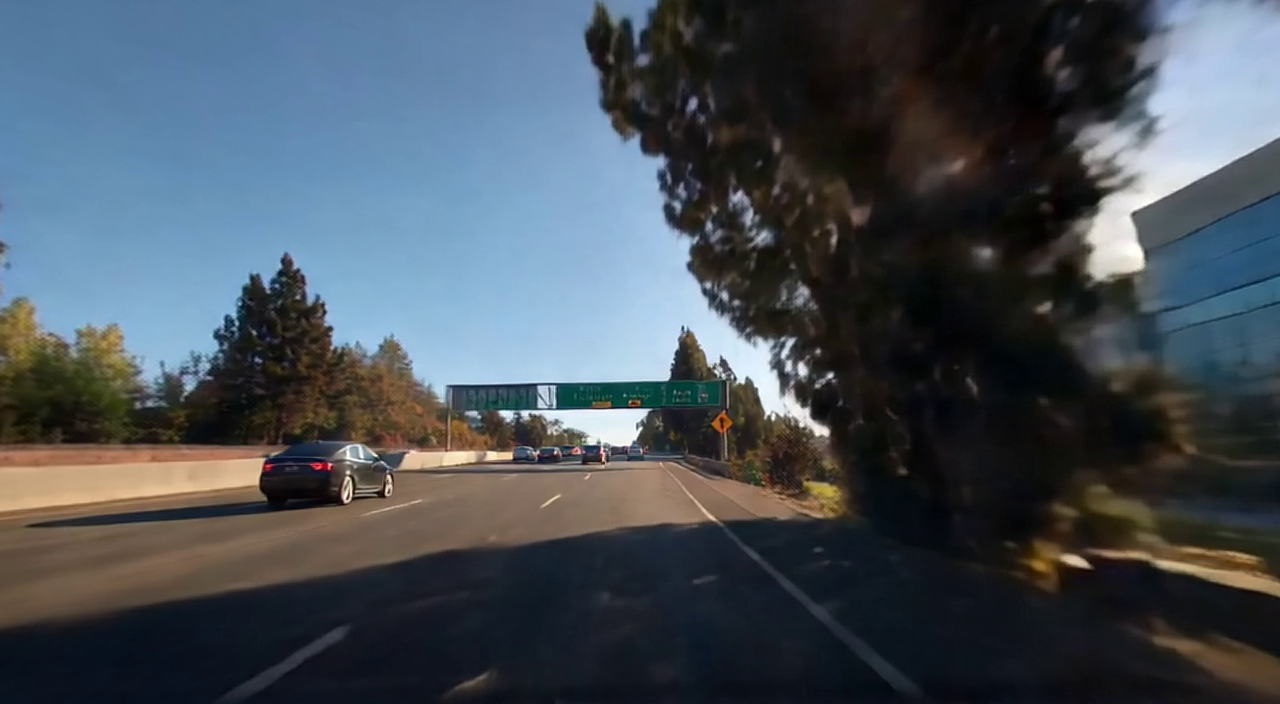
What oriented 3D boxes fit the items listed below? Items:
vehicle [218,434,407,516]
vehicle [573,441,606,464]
[{"bbox_3d":[-7.565,2.864,15.219,2.071,1.661,4.540,0,-9,0],"label":"vehicle"},{"bbox_3d":[-3.922,7.889,49.478,2.158,1.717,4.375,0,-9,1],"label":"vehicle"}]
